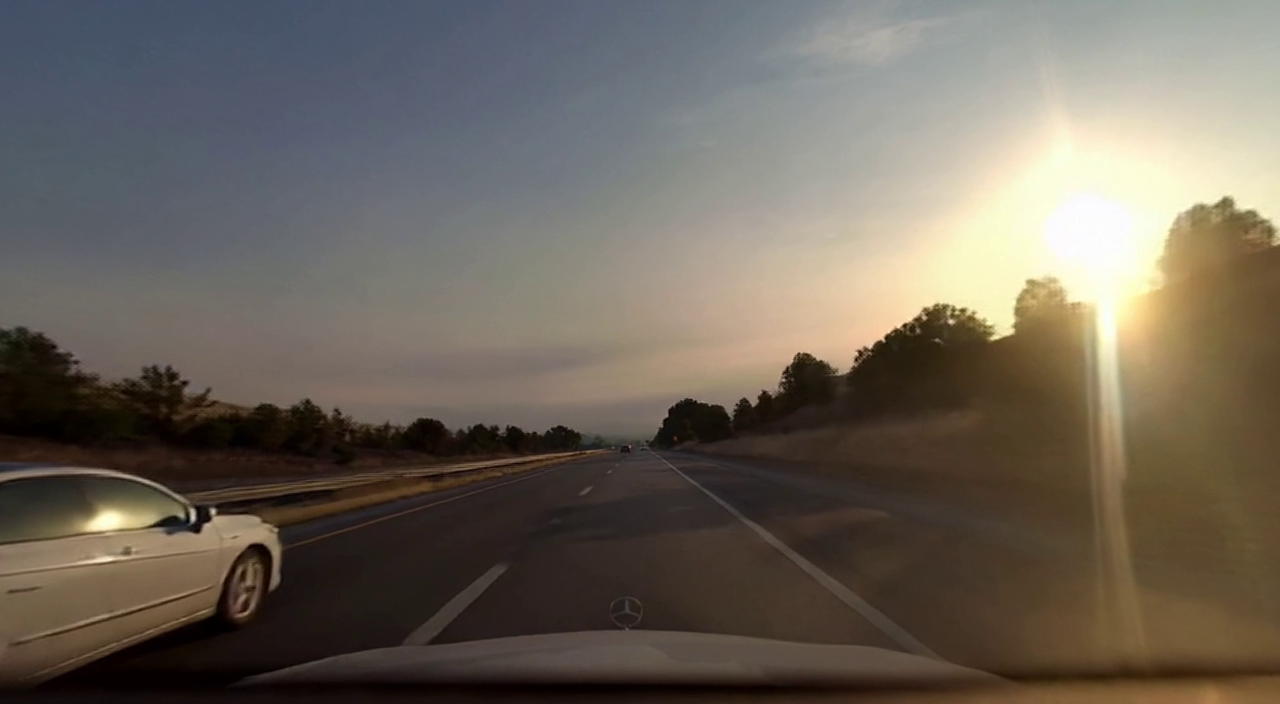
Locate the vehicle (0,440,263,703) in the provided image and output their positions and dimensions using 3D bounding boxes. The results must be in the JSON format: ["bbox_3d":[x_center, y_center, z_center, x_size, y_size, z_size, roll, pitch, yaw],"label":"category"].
[{"bbox_3d":[-3.685,0.966,2.072,2.096,1.343,4.503,0,-8,0],"label":"vehicle"}]
